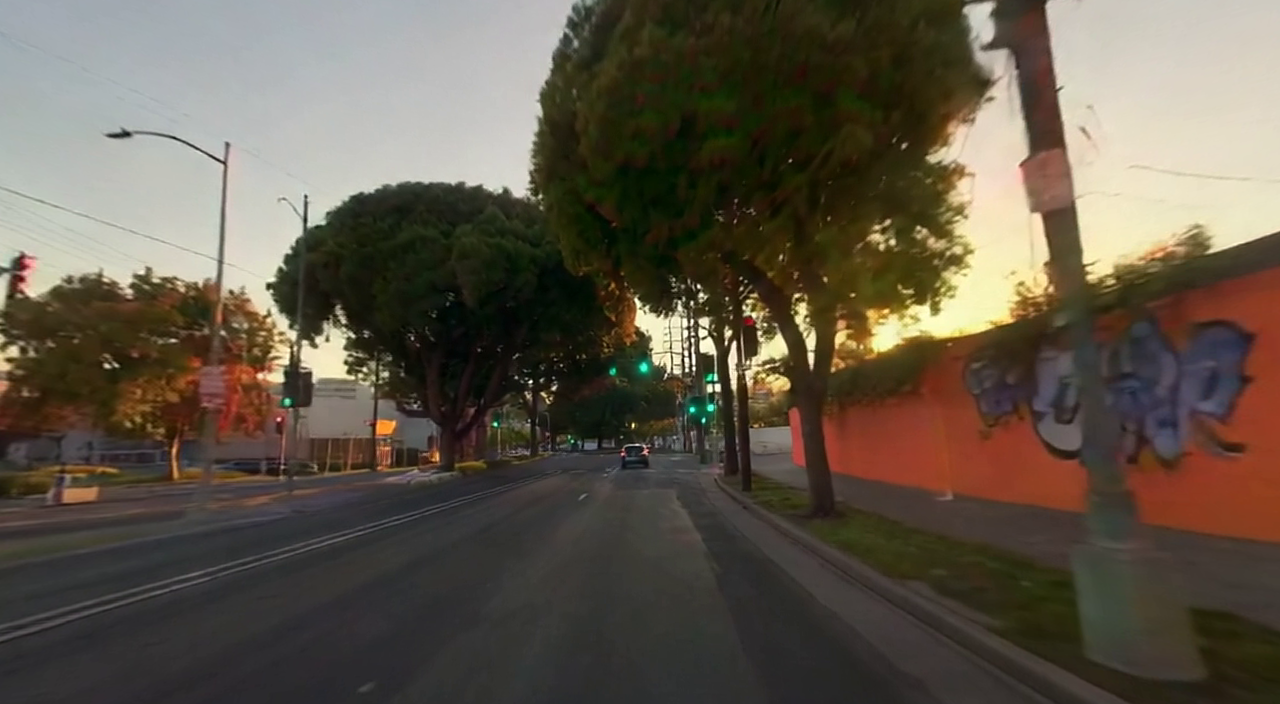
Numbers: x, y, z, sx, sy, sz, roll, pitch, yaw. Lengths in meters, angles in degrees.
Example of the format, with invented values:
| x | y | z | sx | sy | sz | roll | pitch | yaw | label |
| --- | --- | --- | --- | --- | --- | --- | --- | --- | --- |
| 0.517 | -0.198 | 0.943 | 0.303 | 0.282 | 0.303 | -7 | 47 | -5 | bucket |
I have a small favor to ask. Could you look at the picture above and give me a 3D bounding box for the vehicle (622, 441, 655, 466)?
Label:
| x | y | z | sx | sy | sz | roll | pitch | yaw | label |
| --- | --- | --- | --- | --- | --- | --- | --- | --- | --- |
| -0.168 | 6.842 | 42.873 | 2.105 | 1.611 | 3.750 | 0 | -8 | -2 | vehicle |
